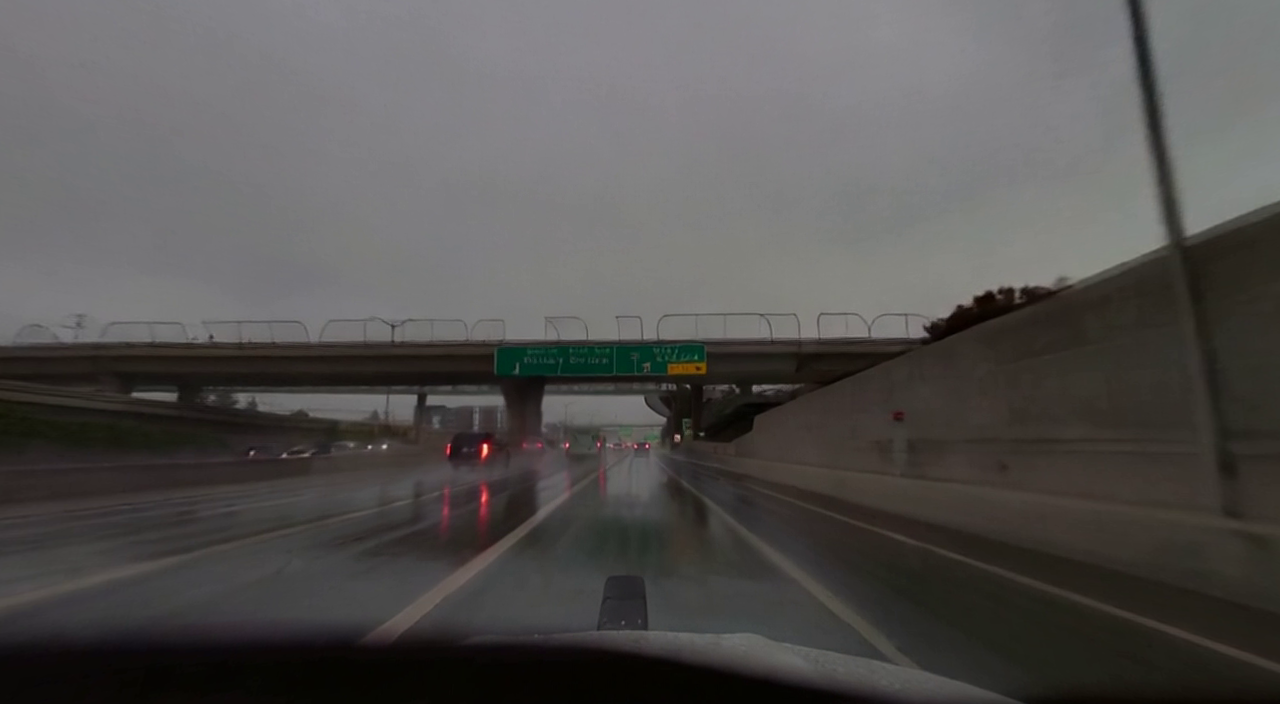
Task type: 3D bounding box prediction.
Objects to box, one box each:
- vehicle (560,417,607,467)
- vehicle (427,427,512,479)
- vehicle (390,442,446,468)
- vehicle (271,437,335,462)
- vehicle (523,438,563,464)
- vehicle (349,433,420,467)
[{"bbox_3d":[-3.382,5.655,39.169,2.301,2.843,6.458,0,-9,0],"label":"vehicle"},{"bbox_3d":[-6.985,4.209,26.280,2.179,1.948,4.618,0,-9,1],"label":"vehicle"},{"bbox_3d":[-13.583,6.297,38.643,1.899,1.485,4.368,0,-9,0],"label":"vehicle"},{"bbox_3d":[-22.522,6.543,42.167,1.859,1.541,4.331,0,-9,0],"label":"vehicle"},{"bbox_3d":[-6.991,7.171,45.608,2.109,1.784,4.709,0,-9,0],"label":"vehicle"},{"bbox_3d":[-17.175,6.616,42.572,2.258,2.139,5.495,0,-9,2],"label":"vehicle"}]
